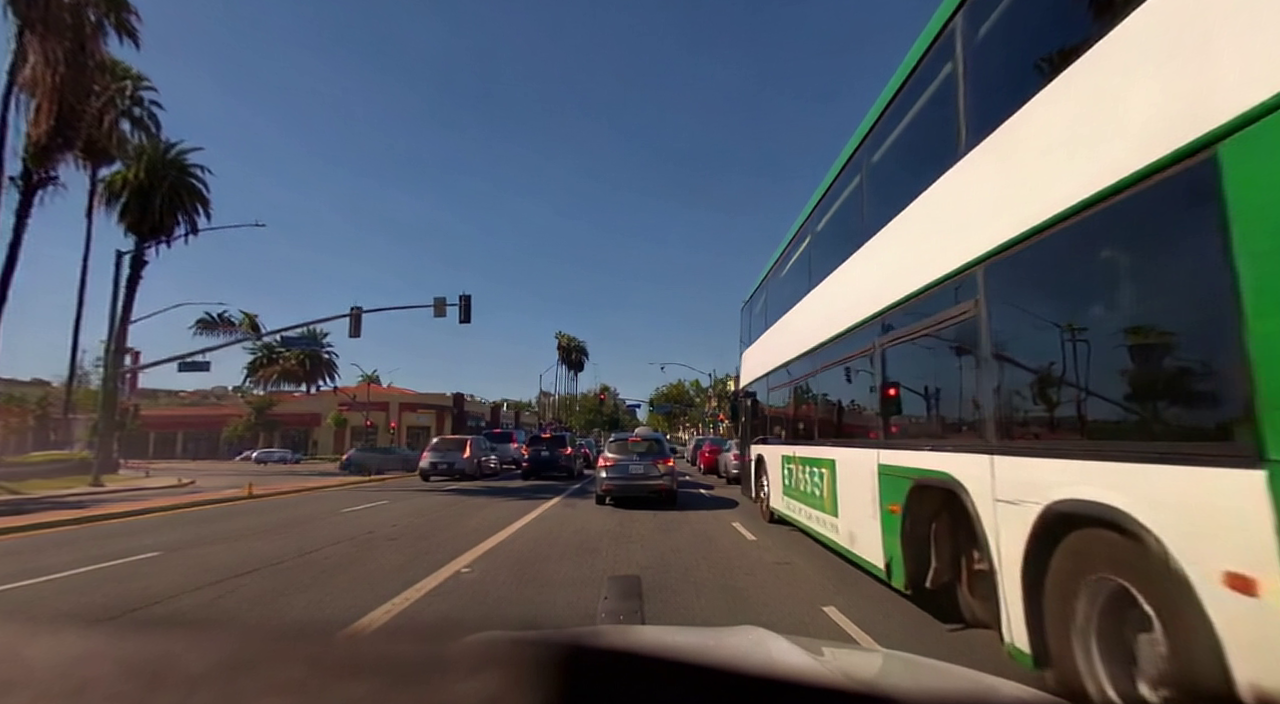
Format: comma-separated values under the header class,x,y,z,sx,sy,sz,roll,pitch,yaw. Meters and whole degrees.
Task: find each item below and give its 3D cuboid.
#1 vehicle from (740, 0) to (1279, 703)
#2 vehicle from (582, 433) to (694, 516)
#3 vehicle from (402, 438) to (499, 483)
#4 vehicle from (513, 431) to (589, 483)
class,x,y,z,sx,sy,sz,roll,pitch,yaw
vehicle,3.567,0.224,6.297,2.970,4.015,13.606,0,-9,0
vehicle,-0.030,2.529,13.539,2.060,1.499,3.831,0,-9,0
vehicle,-6.819,3.965,23.360,1.927,1.480,4.832,0,-9,2
vehicle,-3.164,3.867,23.442,2.020,1.721,4.366,-1,-9,2
